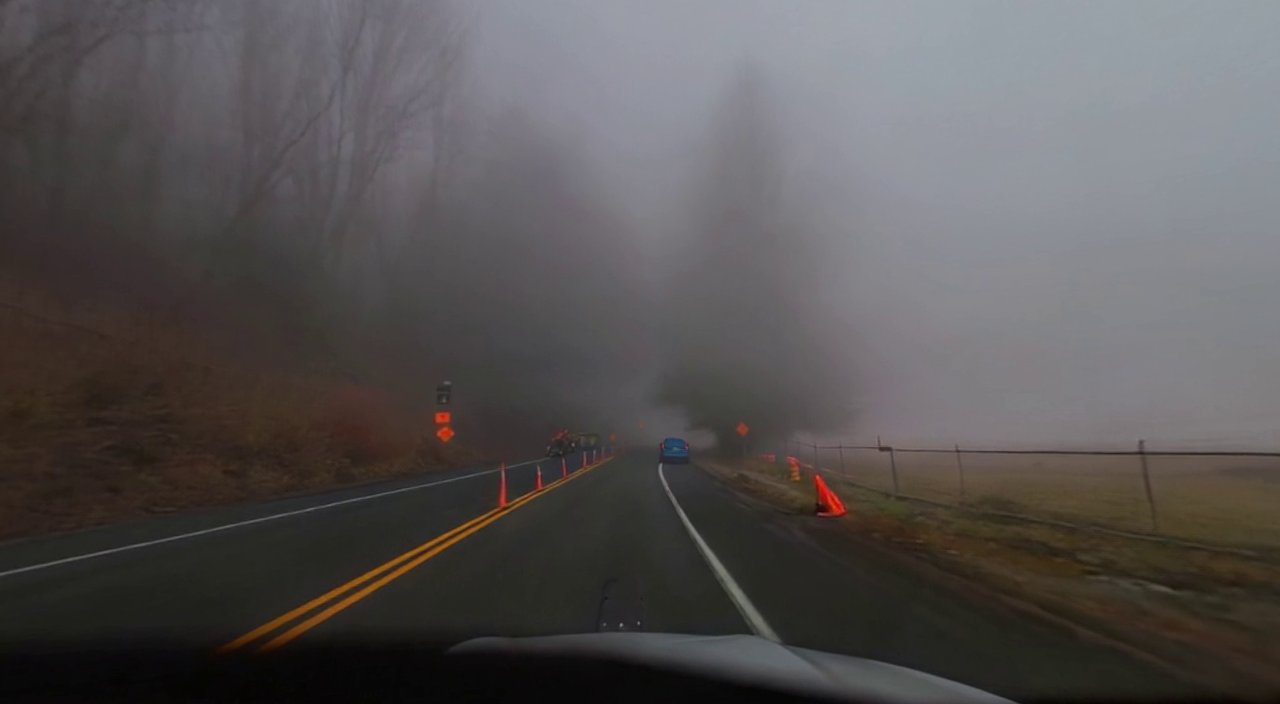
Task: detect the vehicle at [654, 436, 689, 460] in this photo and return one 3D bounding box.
[{"bbox_3d":[2.047,6.311,41.611,2.172,1.486,3.581,-1,-9,3],"label":"vehicle"}]
